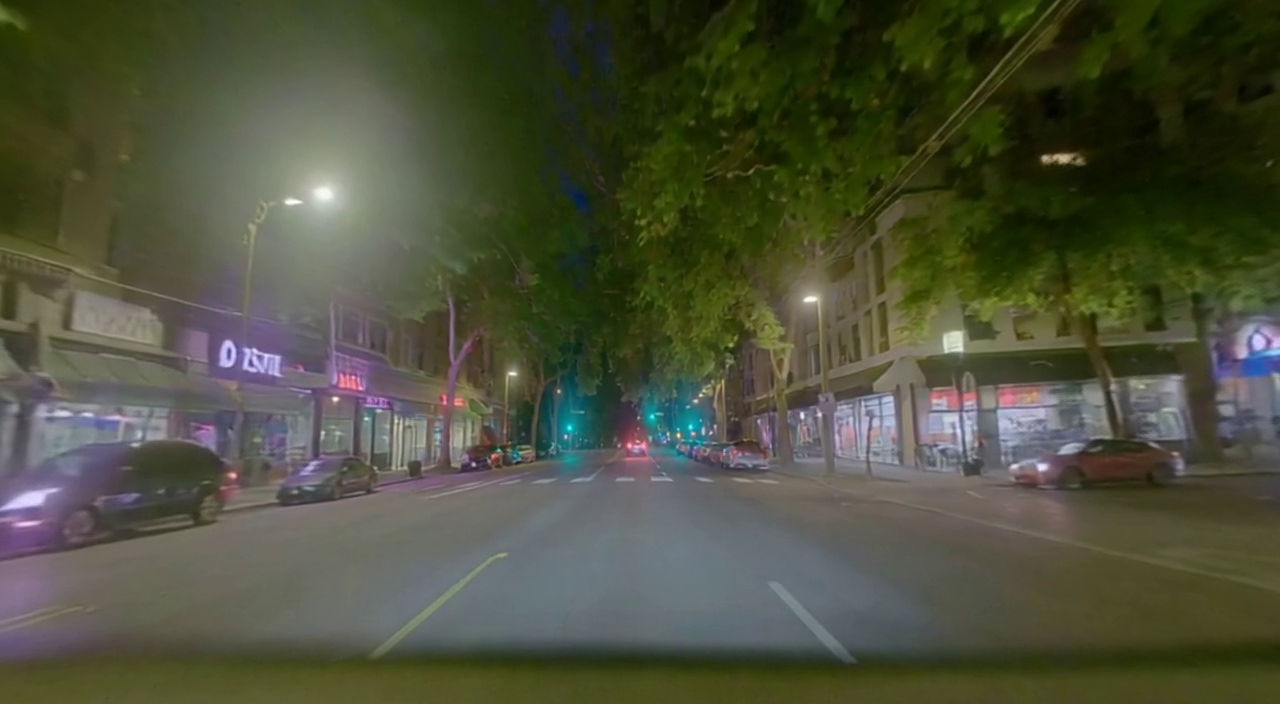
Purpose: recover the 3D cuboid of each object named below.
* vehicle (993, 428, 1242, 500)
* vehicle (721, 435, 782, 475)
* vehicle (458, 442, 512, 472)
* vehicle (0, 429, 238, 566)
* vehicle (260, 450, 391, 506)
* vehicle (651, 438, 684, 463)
[{"bbox_3d":[11.891,2.794,16.022,4.563,1.633,2.144,0,-8,-1],"label":"vehicle"},{"bbox_3d":[5.479,5.124,31.821,2.042,1.787,5.110,0,-8,-1],"label":"vehicle"},{"bbox_3d":[-10.058,6.810,41.448,2.081,1.819,5.607,-1,-8,0],"label":"vehicle"},{"bbox_3d":[-9.663,2.319,10.971,2.037,1.826,4.987,-1,-8,0],"label":"vehicle"},{"bbox_3d":[-9.847,3.948,20.334,1.802,1.397,5.226,0,-8,-3],"label":"vehicle"},{"bbox_3d":[1.855,6.805,43.822,1.998,1.580,4.015,0,-8,-2],"label":"vehicle"}]
